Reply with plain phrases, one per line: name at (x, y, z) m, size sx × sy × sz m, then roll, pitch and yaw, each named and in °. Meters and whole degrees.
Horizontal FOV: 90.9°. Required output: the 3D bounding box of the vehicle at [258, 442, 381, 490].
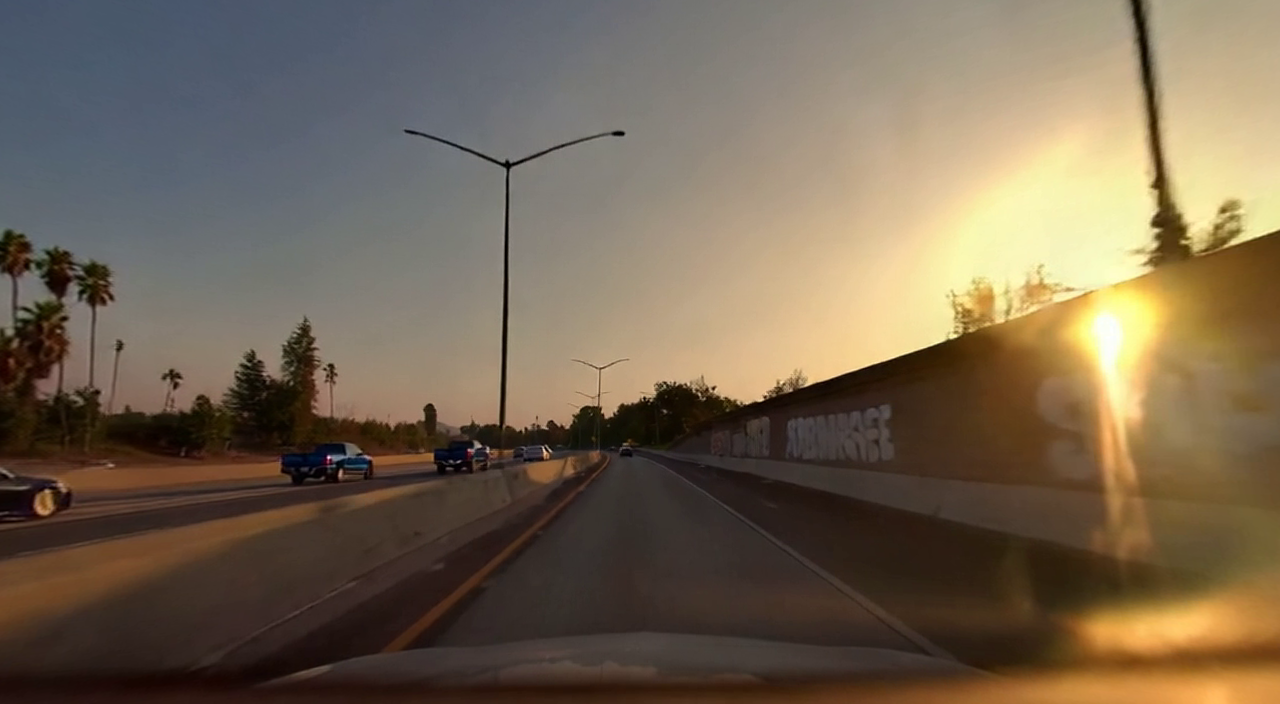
vehicle at (-13.961, 4.986, 28.022) m, size 2.272 × 1.882 × 5.941 m, roll 0°, pitch -9°, yaw 1°

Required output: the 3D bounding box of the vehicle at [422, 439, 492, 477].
vehicle at (-10.354, 6.028, 36.220) m, size 2.342 × 1.999 × 5.594 m, roll 0°, pitch -9°, yaw 0°
